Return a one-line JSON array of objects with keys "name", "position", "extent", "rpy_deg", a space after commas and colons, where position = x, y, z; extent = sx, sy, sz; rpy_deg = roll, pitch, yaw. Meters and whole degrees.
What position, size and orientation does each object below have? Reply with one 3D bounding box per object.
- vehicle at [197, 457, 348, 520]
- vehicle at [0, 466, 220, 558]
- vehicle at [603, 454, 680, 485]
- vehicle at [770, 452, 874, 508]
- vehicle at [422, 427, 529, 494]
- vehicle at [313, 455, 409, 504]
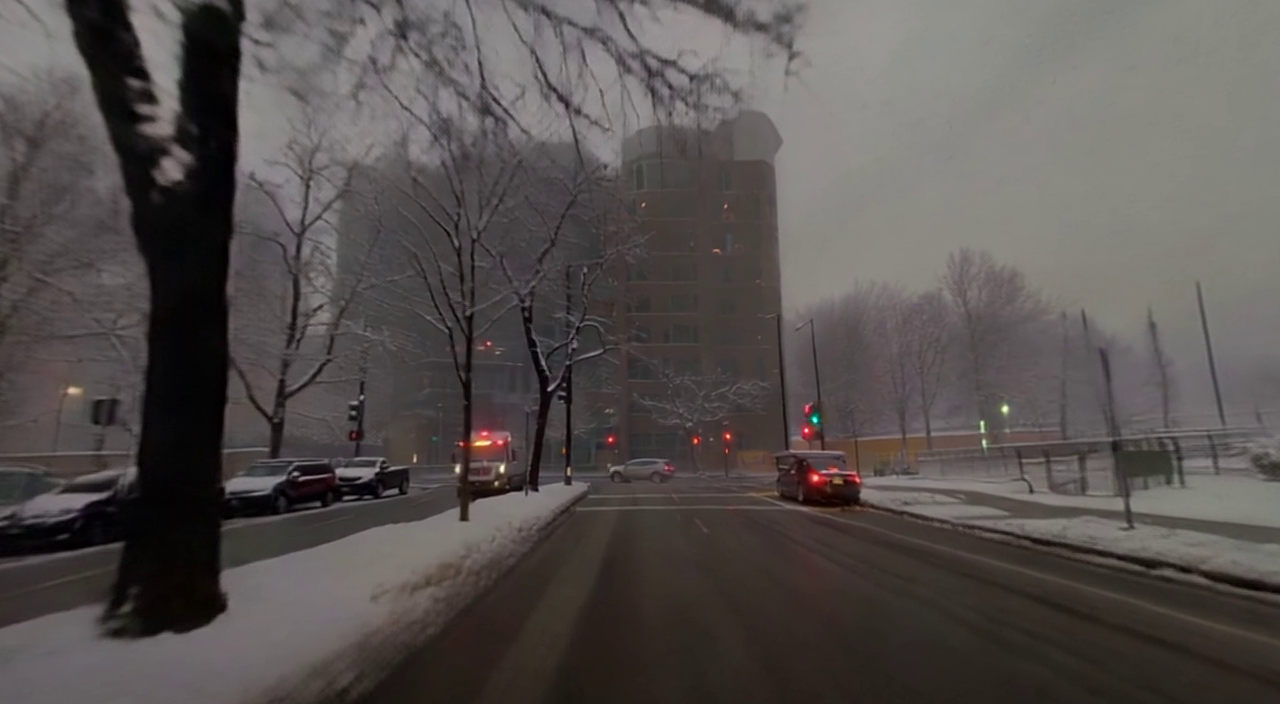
[{"name": "vehicle", "position": [-11.245, 4.171, 19.831], "extent": [1.968, 1.608, 4.609], "rpy_deg": [0, -8, 0]}, {"name": "vehicle", "position": [-11.281, 3.198, 13.259], "extent": [1.809, 1.429, 4.463], "rpy_deg": [0, -8, 1]}, {"name": "vehicle", "position": [0.080, 7.777, 42.094], "extent": [4.742, 1.906, 1.933], "rpy_deg": [2, -9, -16]}, {"name": "vehicle", "position": [5.625, 3.980, 20.168], "extent": [1.888, 1.536, 4.381], "rpy_deg": [0, -8, -2]}, {"name": "vehicle", "position": [-7.849, 5.274, 31.221], "extent": [2.591, 2.910, 6.652], "rpy_deg": [-1, -9, 9]}, {"name": "vehicle", "position": [-11.204, 5.120, 25.750], "extent": [1.908, 1.721, 4.285], "rpy_deg": [0, -8, 0]}]
